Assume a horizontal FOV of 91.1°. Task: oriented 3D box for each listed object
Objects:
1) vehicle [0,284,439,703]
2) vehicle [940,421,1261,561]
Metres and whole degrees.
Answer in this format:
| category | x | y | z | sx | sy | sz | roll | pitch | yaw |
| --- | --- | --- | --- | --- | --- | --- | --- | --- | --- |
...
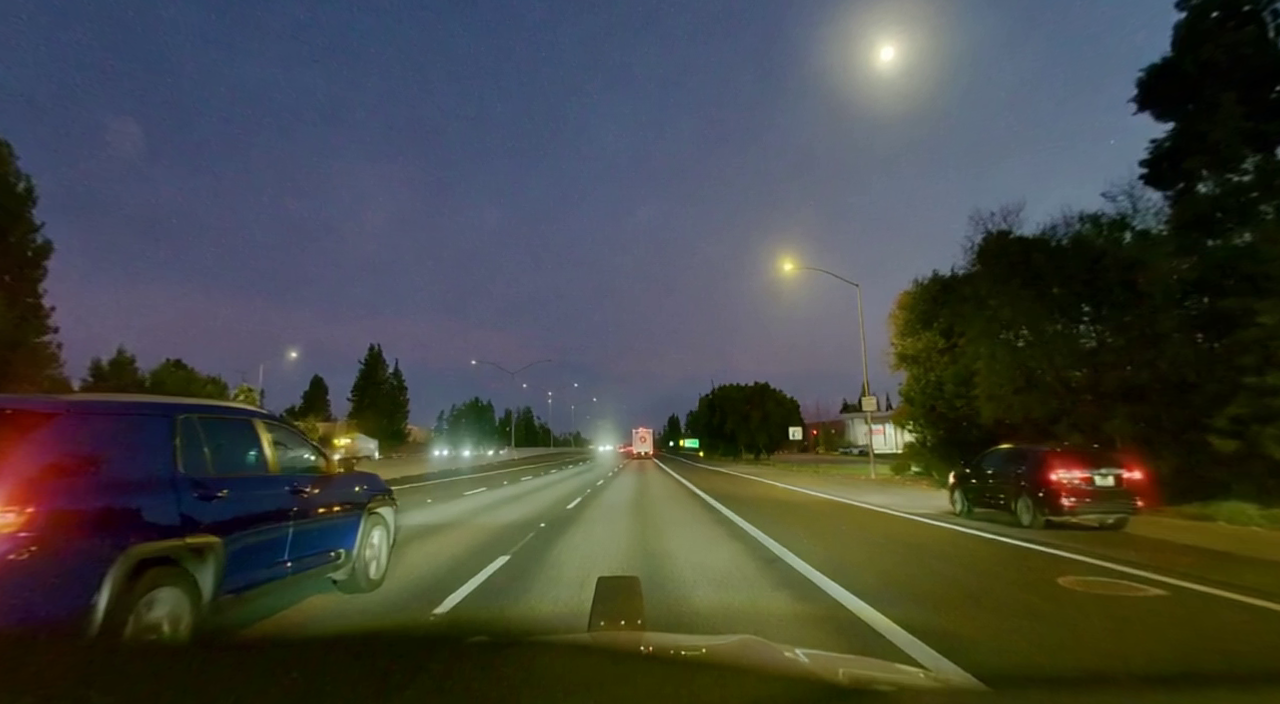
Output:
| category | x | y | z | sx | sy | sz | roll | pitch | yaw |
| --- | --- | --- | --- | --- | --- | --- | --- | --- | --- |
| vehicle | -3.163 | 0.979 | 3.892 | 2.178 | 1.826 | 4.933 | 0 | -9 | 0 |
| vehicle | 6.603 | 2.005 | 9.764 | 1.958 | 1.681 | 4.109 | 0 | -9 | 3 |
